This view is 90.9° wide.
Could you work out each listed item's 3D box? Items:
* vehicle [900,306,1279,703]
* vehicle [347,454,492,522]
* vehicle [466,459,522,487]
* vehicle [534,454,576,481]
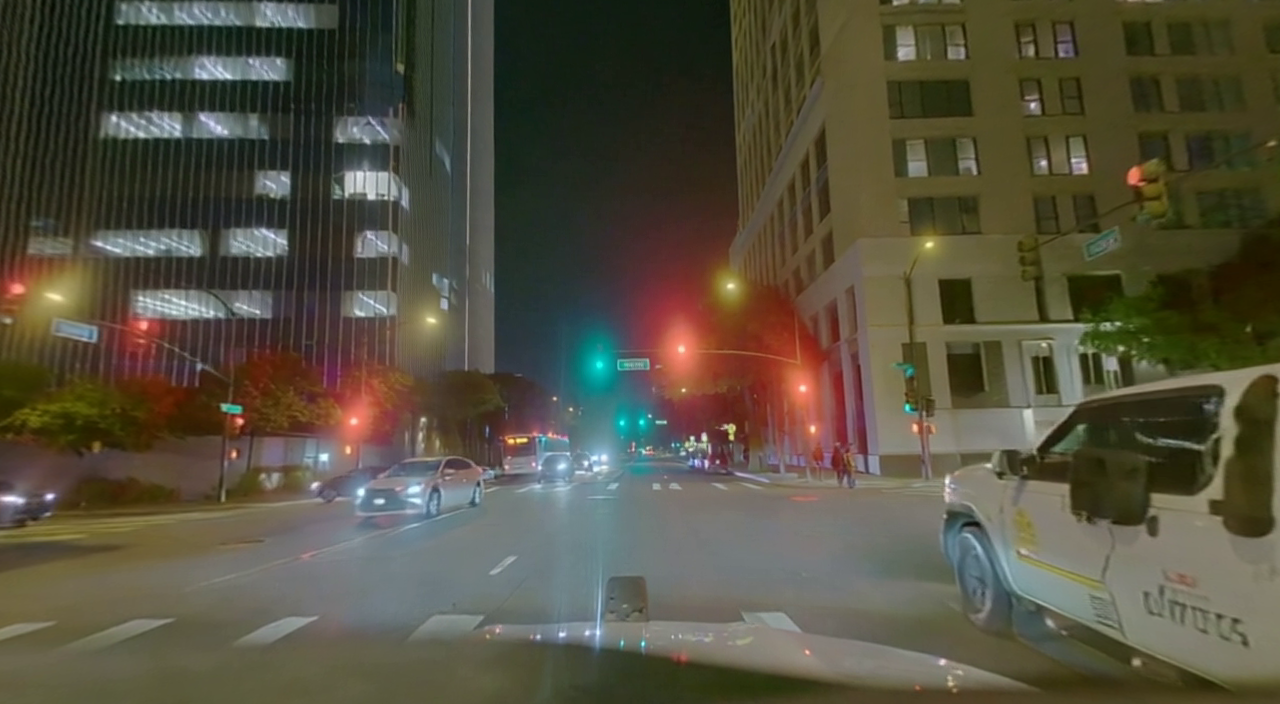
[{"bbox_3d":[3.296,0.852,2.707,2.118,1.848,5.426,0,-9,1],"label":"vehicle"},{"bbox_3d":[-5.532,3.449,16.637,1.956,1.457,4.958,0,-9,1],"label":"vehicle"},{"bbox_3d":[-8.950,7.440,39.046,2.003,1.489,4.656,-1,-9,4],"label":"vehicle"},{"bbox_3d":[-5.407,7.422,40.707,1.997,1.610,4.144,0,-9,2],"label":"vehicle"}]
